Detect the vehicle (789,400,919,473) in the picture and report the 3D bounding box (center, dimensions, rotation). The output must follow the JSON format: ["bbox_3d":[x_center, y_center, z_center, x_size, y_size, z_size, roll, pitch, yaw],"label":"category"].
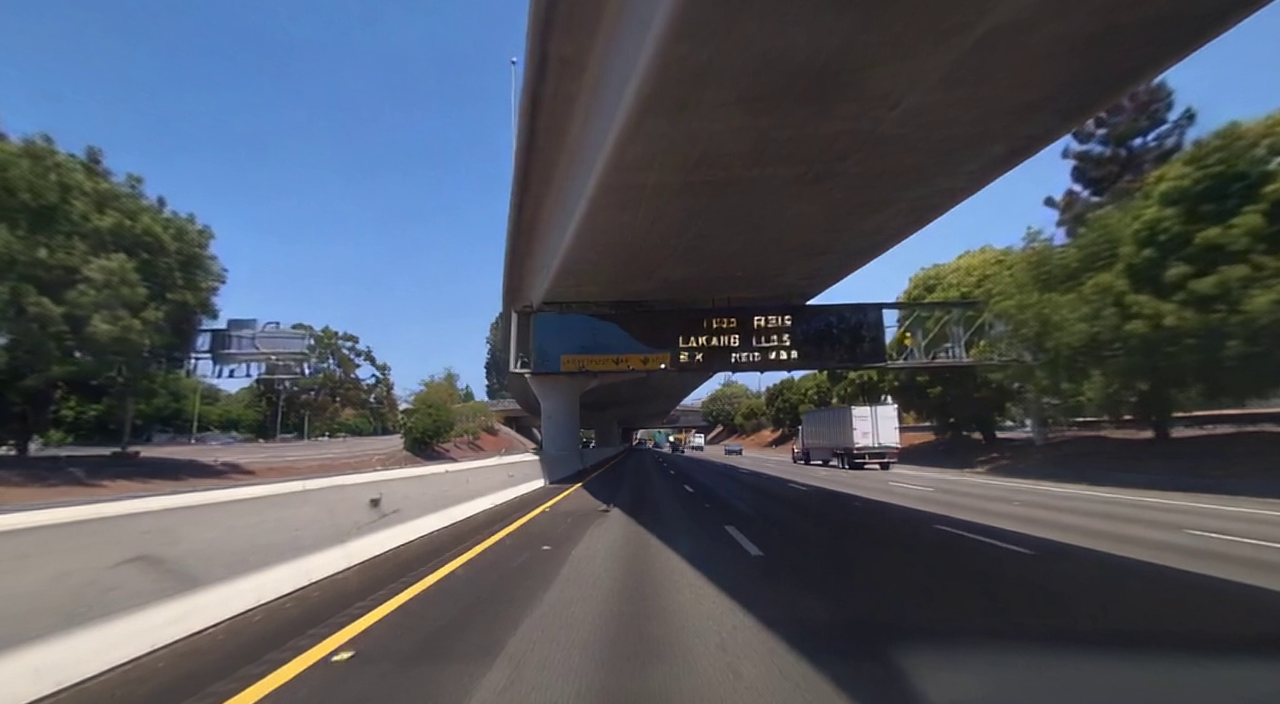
[{"bbox_3d":[10.865,4.562,33.655,2.960,3.207,10.950,0,-8,-1],"label":"vehicle"}]
